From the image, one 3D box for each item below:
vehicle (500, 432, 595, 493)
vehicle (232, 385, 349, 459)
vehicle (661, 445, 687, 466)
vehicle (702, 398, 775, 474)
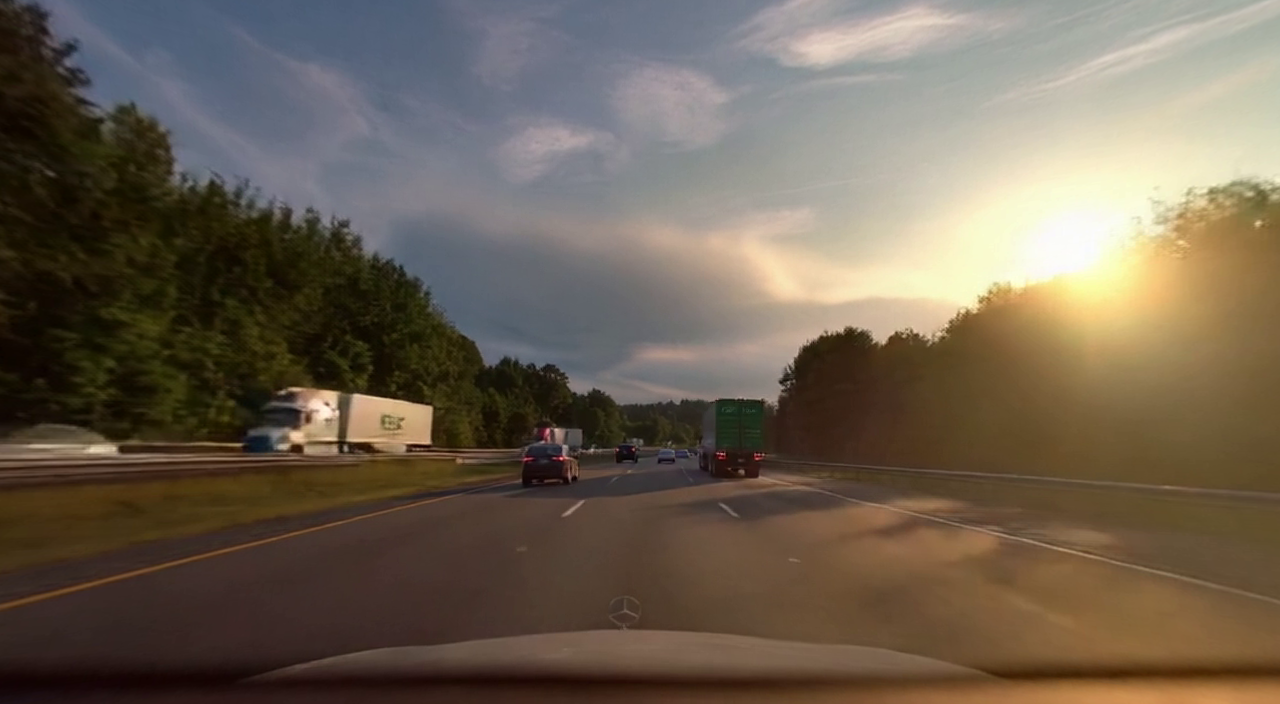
[{"bbox_3d":[-2.823,3.513,20.338,2.205,1.728,4.397,0,-9,3],"label":"vehicle"},{"bbox_3d":[-19.830,4.128,36.211,2.955,3.915,5.783,0,-9,4],"label":"vehicle"},{"bbox_3d":[2.681,8.182,49.849,1.990,1.537,3.725,0,-9,3],"label":"vehicle"},{"bbox_3d":[5.926,5.529,40.524,3.057,3.993,13.914,0,-9,3],"label":"vehicle"}]
